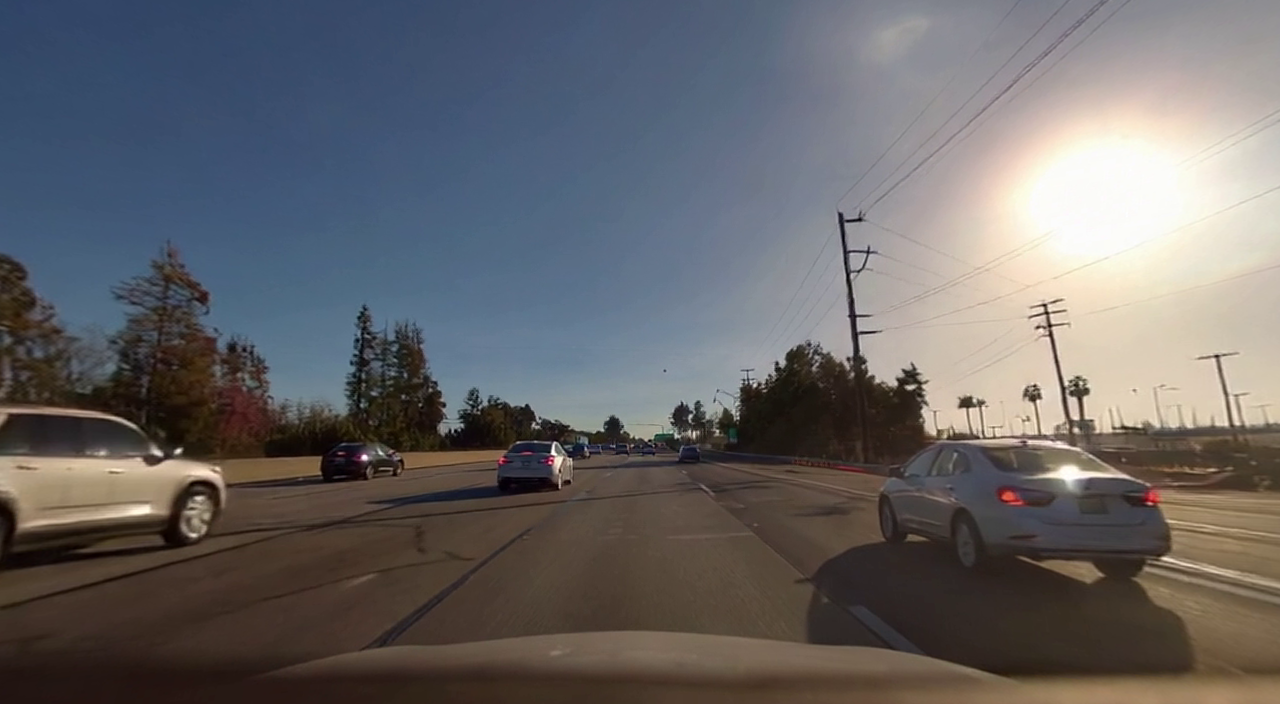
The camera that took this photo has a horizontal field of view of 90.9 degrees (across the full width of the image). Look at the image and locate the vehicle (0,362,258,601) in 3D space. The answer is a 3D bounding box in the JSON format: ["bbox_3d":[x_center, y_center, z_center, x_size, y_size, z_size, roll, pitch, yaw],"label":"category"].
[{"bbox_3d":[-6.884,1.232,6.179,2.658,2.048,5.689,0,-8,1],"label":"vehicle"}]

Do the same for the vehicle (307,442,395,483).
[{"bbox_3d":[-10.924,4.183,24.126,1.594,1.442,3.569,0,-8,2],"label":"vehicle"}]

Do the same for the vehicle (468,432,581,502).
[{"bbox_3d":[-3.010,3.116,17.544,2.133,1.668,4.505,0,-8,2],"label":"vehicle"}]

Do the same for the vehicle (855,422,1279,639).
[{"bbox_3d":[4.138,1.577,6.746,2.022,1.472,4.678,0,-8,0],"label":"vehicle"}]
